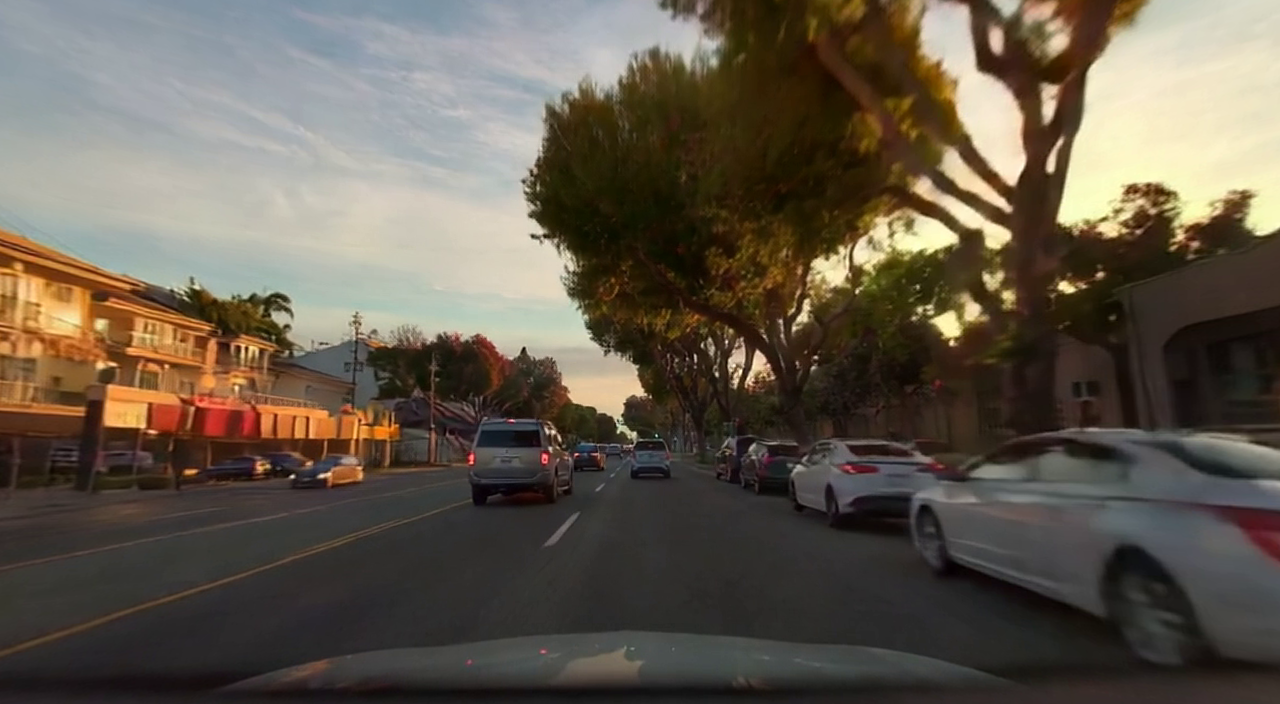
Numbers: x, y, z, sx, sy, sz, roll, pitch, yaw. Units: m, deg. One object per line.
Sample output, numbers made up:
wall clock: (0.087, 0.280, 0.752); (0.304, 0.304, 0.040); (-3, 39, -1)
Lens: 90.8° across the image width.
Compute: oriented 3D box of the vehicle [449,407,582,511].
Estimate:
vehicle: (-2.812, 2.599, 15.679); (2.213, 2.123, 5.124); (0, -9, 0)

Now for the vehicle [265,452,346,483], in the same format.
vehicle: (-19.592, 6.767, 37.303); (1.911, 1.638, 5.028); (0, -9, 1)

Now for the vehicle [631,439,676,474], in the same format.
vehicle: (0.644, 5.289, 32.088); (2.126, 1.657, 4.132); (0, -9, 0)

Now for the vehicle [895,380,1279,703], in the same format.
vehicle: (3.578, 1.167, 4.083); (1.931, 1.625, 4.409); (0, -9, -1)

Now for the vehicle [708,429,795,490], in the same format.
vehicle: (3.721, 3.721, 22.083); (2.090, 1.861, 4.805); (0, -9, -1)

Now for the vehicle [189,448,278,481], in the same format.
vehicle: (-24.929, 6.904, 39.042); (2.095, 1.862, 5.261); (0, -9, -2)
